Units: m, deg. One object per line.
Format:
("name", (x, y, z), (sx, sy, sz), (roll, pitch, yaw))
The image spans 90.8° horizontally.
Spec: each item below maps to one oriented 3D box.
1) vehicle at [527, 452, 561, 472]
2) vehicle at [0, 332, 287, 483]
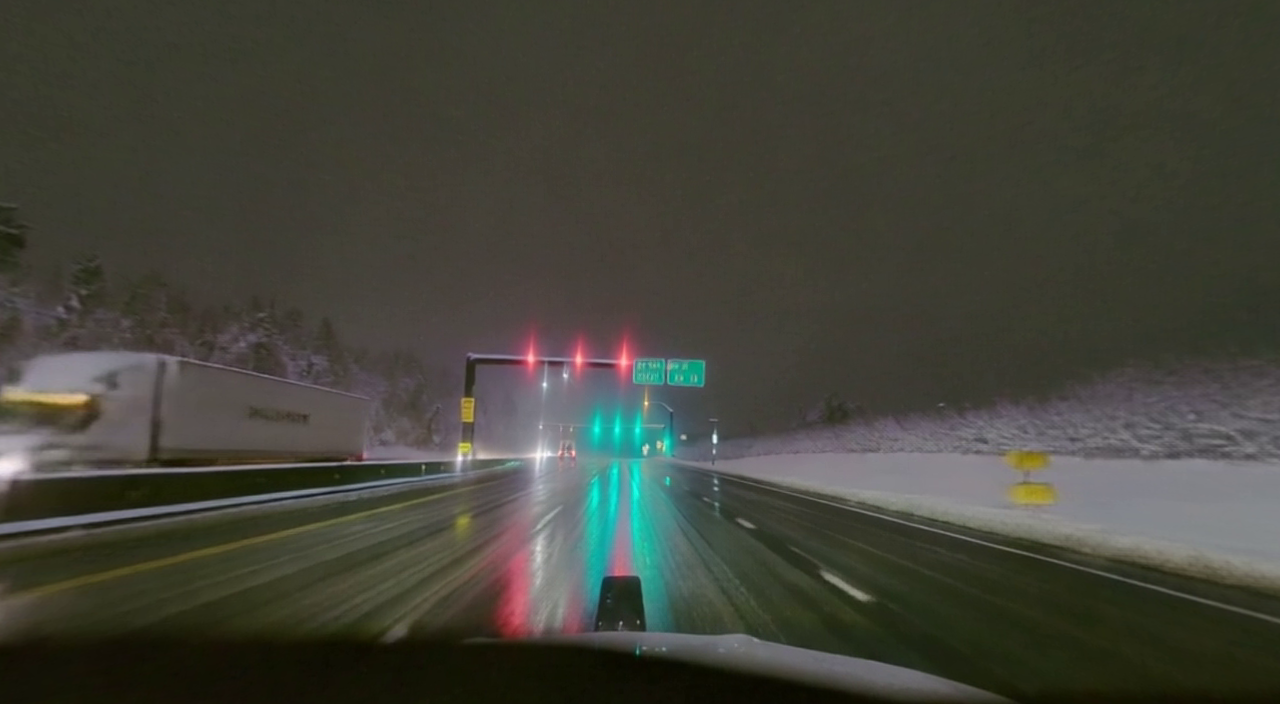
("vehicle", (-7.415, 8.501, 49.119), (2.012, 1.456, 4.309), (0, -9, -1))
("vehicle", (-16.096, 2.129, 20.827), (3.030, 3.757, 10.390), (0, -9, -2))
